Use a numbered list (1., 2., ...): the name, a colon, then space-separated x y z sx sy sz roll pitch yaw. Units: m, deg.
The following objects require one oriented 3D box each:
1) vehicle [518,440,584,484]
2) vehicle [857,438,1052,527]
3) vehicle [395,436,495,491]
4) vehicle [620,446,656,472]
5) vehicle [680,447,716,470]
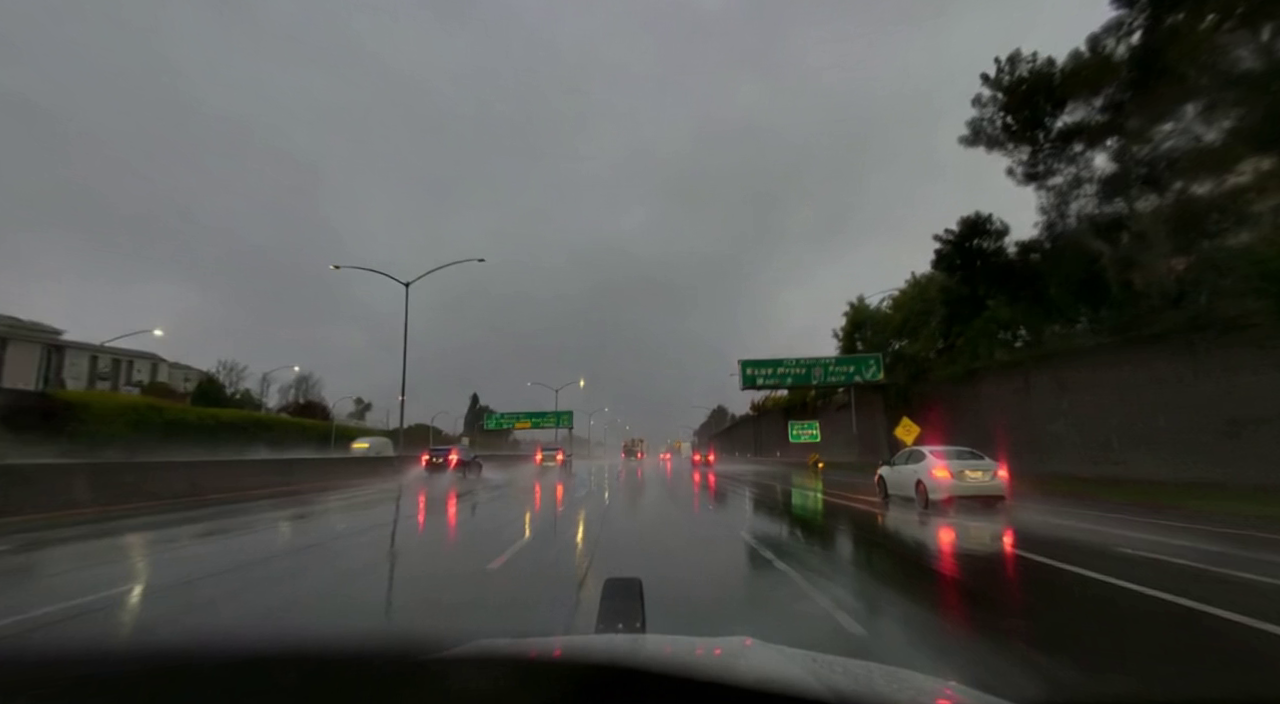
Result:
1. vehicle: -3.584 4.509 26.147 2.091 1.664 4.157 0 -9 1
2. vehicle: 6.503 2.711 13.759 1.981 1.587 4.519 0 -9 1
3. vehicle: -6.712 3.876 22.284 2.112 1.721 4.381 0 -9 0
4. vehicle: -0.116 6.732 39.798 2.166 1.496 4.158 0 -9 0
5. vehicle: 3.949 7.336 43.615 2.077 1.527 4.553 0 -9 0
